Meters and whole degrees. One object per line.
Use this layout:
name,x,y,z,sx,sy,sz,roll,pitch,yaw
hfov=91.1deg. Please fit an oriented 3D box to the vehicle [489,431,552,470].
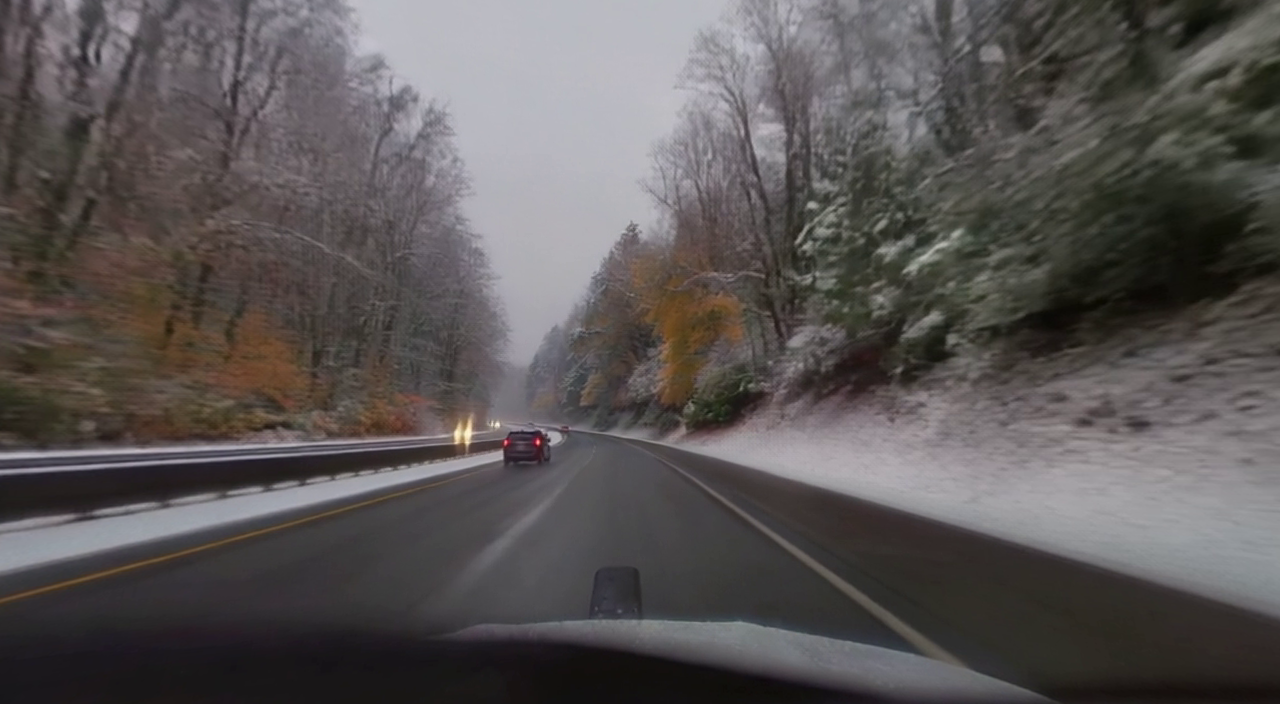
vehicle,-5.207,4.344,28.047,2.073,1.559,4.393,0,-8,-2
